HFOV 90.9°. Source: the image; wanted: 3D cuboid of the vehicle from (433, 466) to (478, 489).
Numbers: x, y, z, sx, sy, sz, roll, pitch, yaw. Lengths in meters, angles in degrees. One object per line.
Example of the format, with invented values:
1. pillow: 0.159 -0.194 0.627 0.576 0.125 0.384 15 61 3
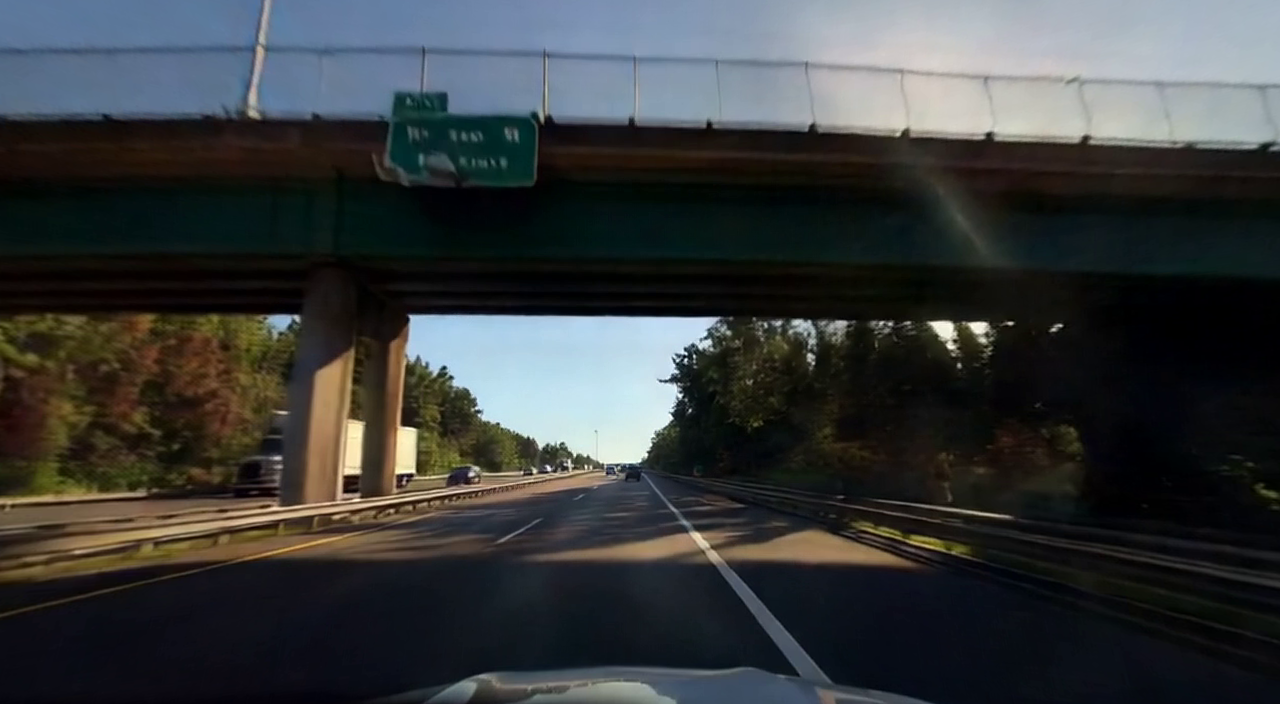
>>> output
1. vehicle: -13.131 8.965 45.179 1.855 1.474 4.335 1 -11 1

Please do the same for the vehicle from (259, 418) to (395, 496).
1. vehicle: -17.587 6.170 36.491 2.960 3.849 9.487 1 -11 -1
